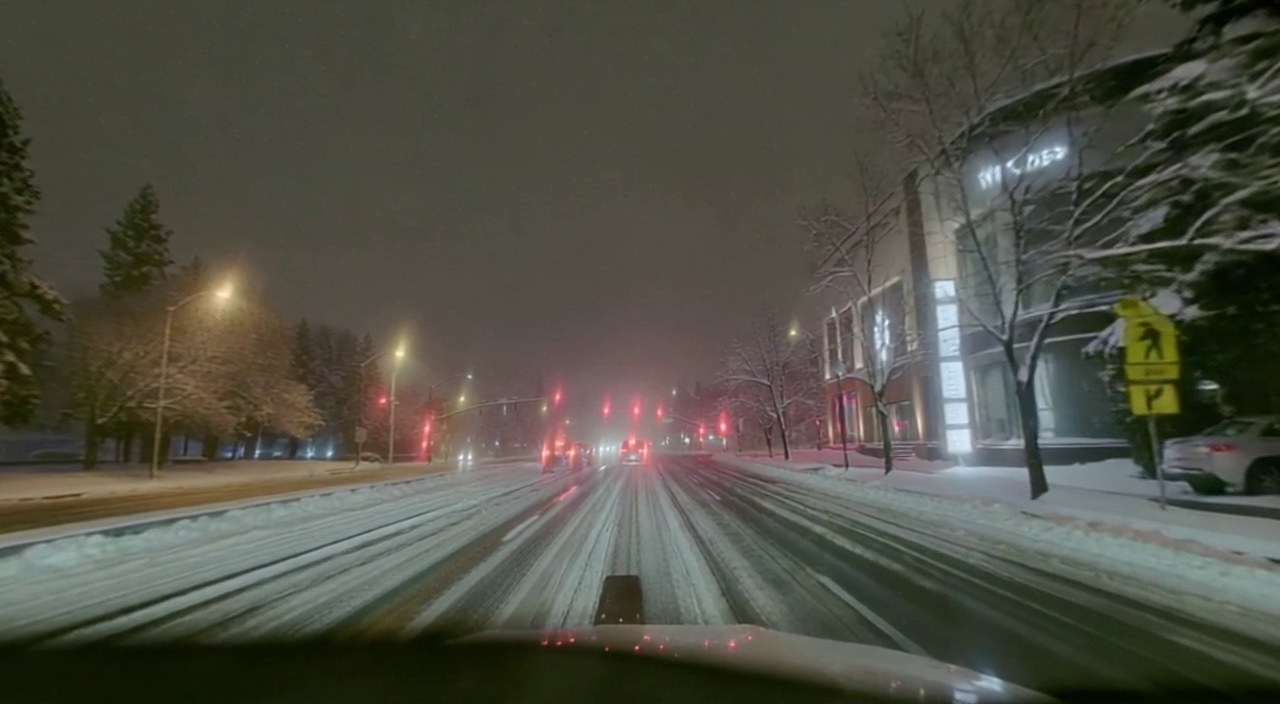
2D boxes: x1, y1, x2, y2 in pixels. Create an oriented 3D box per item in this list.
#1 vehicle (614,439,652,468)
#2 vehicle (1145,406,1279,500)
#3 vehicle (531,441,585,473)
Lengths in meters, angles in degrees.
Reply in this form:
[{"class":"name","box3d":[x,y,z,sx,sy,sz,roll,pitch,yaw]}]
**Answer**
[{"class":"vehicle","box3d":[-0.390,5.781,36.046,2.042,1.555,3.912,0,-8,0]},{"class":"vehicle","box3d":[12.761,1.944,12.301,4.084,1.661,2.042,0,-8,-2]},{"class":"vehicle","box3d":[-3.988,5.216,31.561,2.020,1.457,4.496,0,-8,1]}]
